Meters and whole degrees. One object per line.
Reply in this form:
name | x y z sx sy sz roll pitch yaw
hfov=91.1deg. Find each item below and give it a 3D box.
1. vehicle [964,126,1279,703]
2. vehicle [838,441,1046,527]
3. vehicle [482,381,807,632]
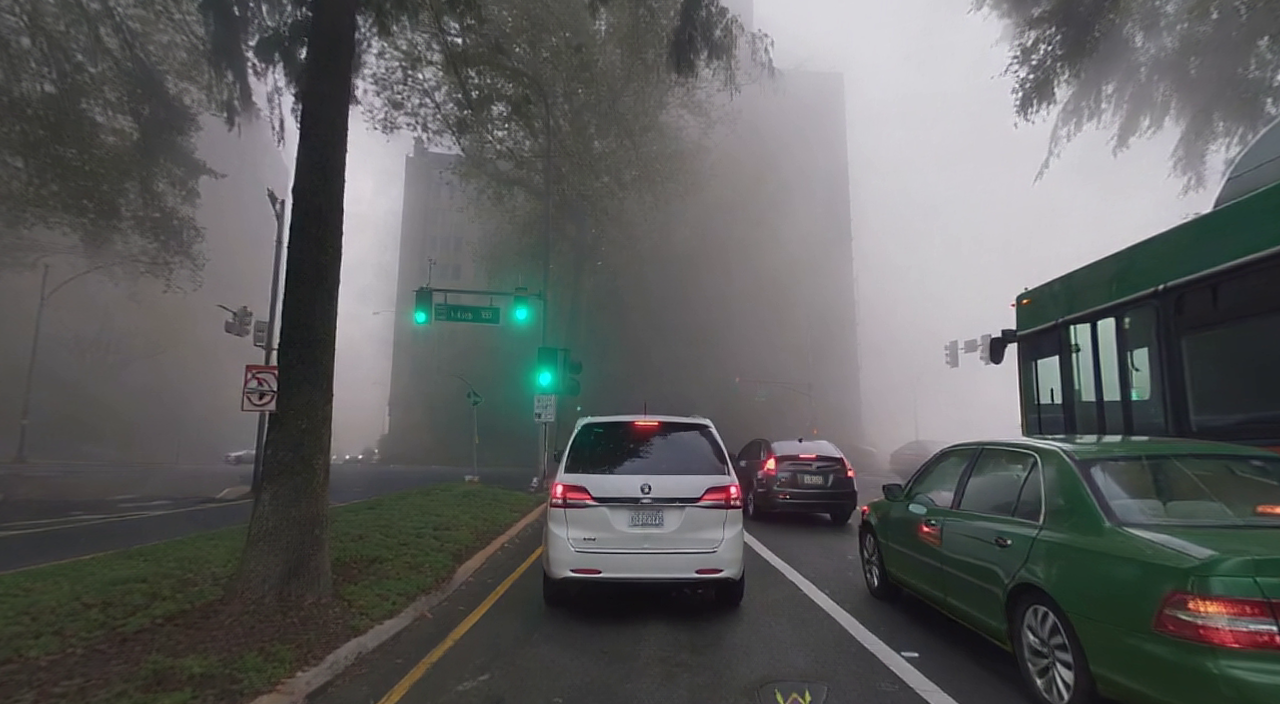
vehicle | 2.610 0.315 0.427 2.037 2.065 5.037 0 -8 0
vehicle | 5.974 2.635 13.226 1.987 1.457 4.675 0 -8 -1
vehicle | 0.008 1.472 7.007 2.381 1.842 4.603 0 -8 -1
